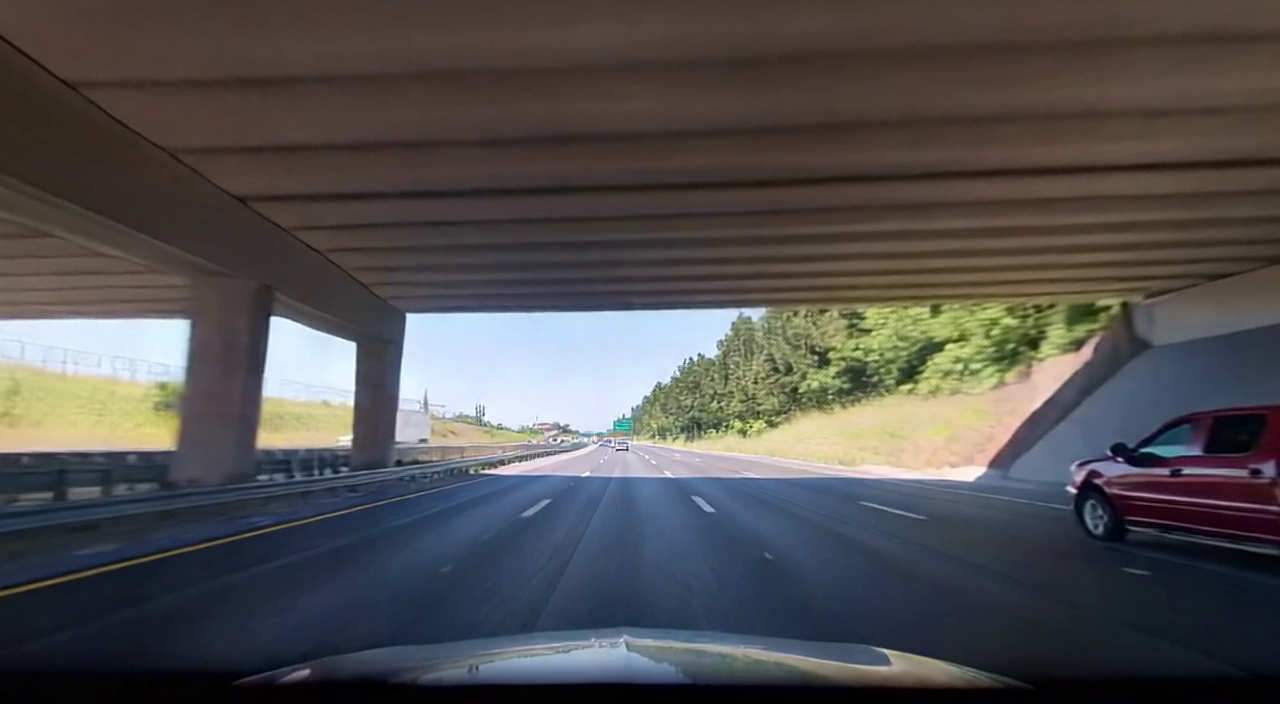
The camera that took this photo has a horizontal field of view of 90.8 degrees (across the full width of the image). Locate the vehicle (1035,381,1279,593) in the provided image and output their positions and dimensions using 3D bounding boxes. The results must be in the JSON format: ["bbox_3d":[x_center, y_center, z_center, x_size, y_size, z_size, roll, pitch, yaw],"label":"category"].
[{"bbox_3d":[6.760,1.196,5.653,2.395,1.819,6.086,0,-9,-1],"label":"vehicle"}]
